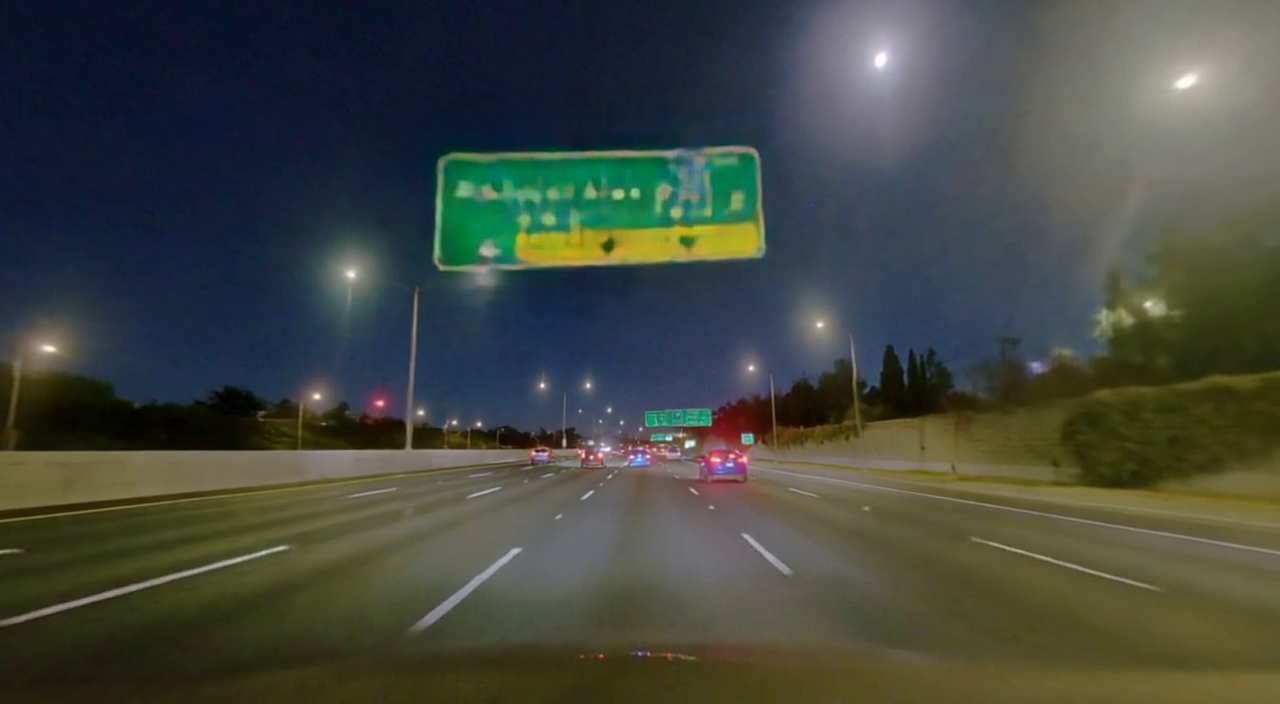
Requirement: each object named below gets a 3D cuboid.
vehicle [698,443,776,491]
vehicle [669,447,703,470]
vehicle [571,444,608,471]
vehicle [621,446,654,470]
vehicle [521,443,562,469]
[{"bbox_3d":[3.389,4.113,22.870,2.077,1.527,4.553,0,-9,-1],"label":"vehicle"},{"bbox_3d":[3.220,7.526,44.629,2.036,1.517,4.256,0,-9,0],"label":"vehicle"},{"bbox_3d":[-3.253,6.898,41.489,2.091,1.664,4.157,0,-9,0],"label":"vehicle"},{"bbox_3d":[-0.136,7.274,43.438,2.166,1.496,4.158,0,-9,0],"label":"vehicle"},{"bbox_3d":[-6.811,7.269,44.089,2.112,1.721,4.381,0,-9,0],"label":"vehicle"}]
